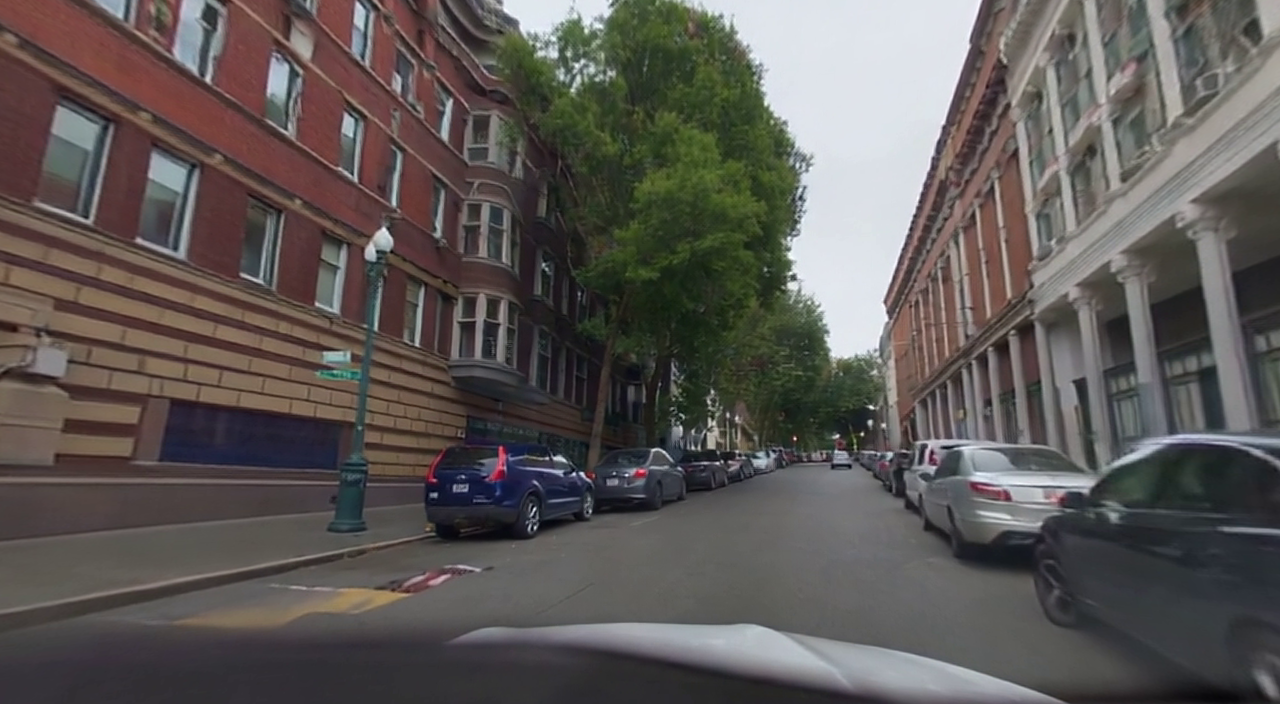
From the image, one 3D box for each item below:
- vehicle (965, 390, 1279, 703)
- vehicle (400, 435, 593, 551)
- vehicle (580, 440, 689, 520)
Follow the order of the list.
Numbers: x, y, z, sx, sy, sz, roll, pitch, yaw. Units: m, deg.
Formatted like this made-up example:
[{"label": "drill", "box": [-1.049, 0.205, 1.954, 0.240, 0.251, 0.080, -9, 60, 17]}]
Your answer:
[{"label": "vehicle", "box": [3.179, 1.016, 3.031, 1.925, 1.481, 4.653, -3, -8, 16]}, {"label": "vehicle", "box": [-2.189, 2.186, 10.443, 1.875, 1.564, 2.982, -3, -8, 16]}, {"label": "vehicle", "box": [0.006, 3.231, 16.577, 1.867, 1.519, 3.920, -1, -4, 16]}]
